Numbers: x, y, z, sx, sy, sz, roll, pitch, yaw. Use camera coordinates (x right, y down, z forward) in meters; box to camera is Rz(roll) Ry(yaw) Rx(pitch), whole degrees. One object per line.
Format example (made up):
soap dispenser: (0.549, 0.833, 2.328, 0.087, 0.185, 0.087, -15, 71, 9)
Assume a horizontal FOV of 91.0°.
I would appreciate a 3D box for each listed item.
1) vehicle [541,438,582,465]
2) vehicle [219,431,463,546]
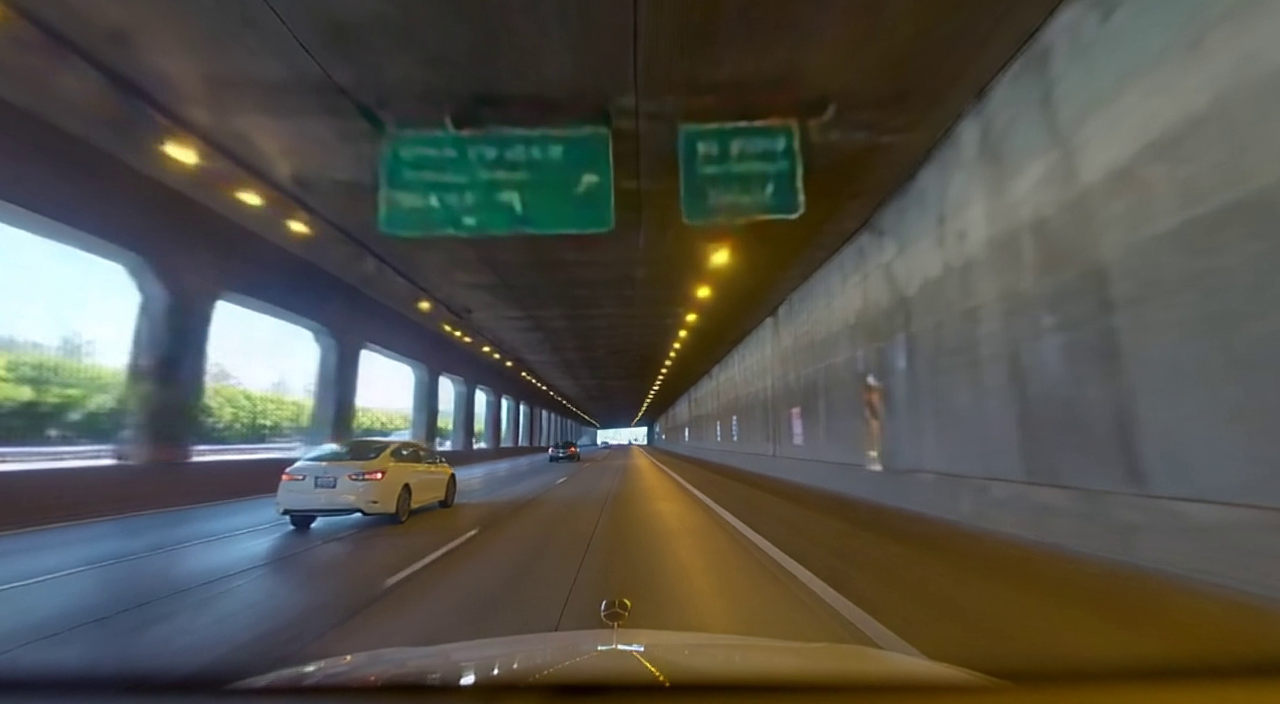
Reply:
vehicle: (-4.613, 5.926, 37.531, 1.973, 1.474, 4.199, 0, -8, -1)
vehicle: (-4.398, 2.039, 10.149, 1.885, 1.424, 4.230, 0, -8, 0)
